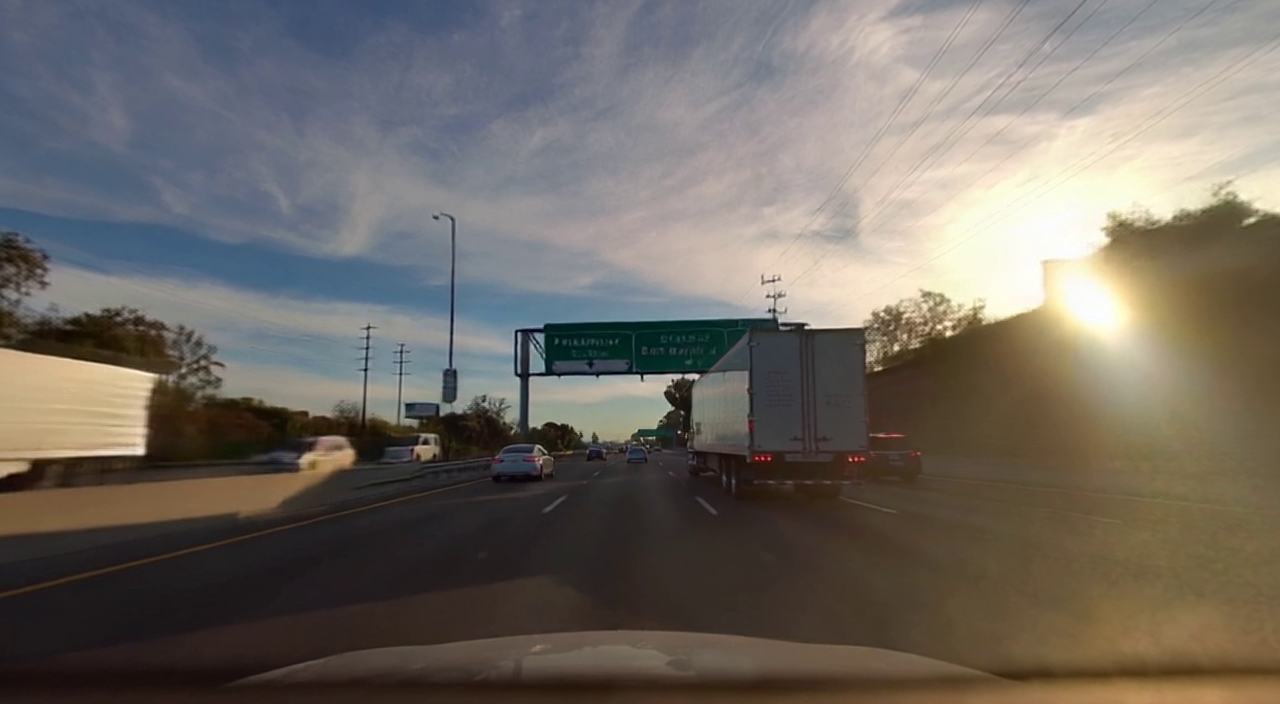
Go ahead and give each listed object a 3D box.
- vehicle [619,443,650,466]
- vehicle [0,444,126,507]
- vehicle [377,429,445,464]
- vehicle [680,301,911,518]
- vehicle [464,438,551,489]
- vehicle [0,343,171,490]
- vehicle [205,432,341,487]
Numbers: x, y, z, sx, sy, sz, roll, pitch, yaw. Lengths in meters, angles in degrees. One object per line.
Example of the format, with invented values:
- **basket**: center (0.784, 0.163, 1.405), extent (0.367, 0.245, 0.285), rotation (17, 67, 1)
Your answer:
- **vehicle**: center (-0.325, 7.012, 43.322), extent (2.047, 1.485, 3.938), rotation (0, -8, 1)
- **vehicle**: center (-14.893, 2.961, 15.426), extent (1.596, 1.364, 3.442), rotation (0, -8, 2)
- **vehicle**: center (-14.945, 6.217, 41.543), extent (2.307, 2.151, 5.598), rotation (0, -8, 1)
- **vehicle**: center (3.411, 2.195, 19.997), extent (2.907, 4.109, 16.177), rotation (0, -8, -1)
- **vehicle**: center (-4.235, 3.629, 20.784), extent (1.968, 1.507, 3.829), rotation (0, -8, 1)
- **vehicle**: center (-18.590, 1.414, 14.665), extent (2.807, 3.908, 16.399), rotation (0, -8, 0)
- **vehicle**: center (-11.325, 3.333, 19.770), extent (1.890, 1.546, 3.774), rotation (0, -8, 1)
